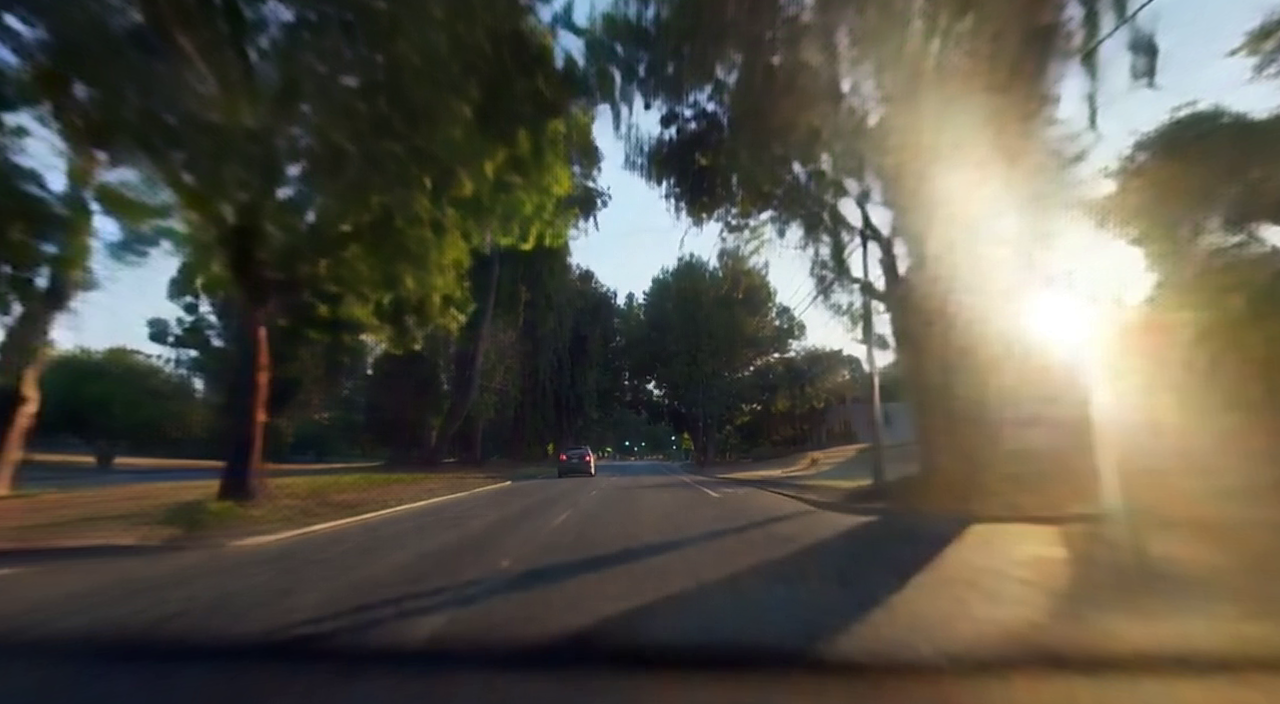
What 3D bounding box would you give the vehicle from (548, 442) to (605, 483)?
[{"bbox_3d":[-2.757,4.891,28.231,2.016,1.694,4.335,0,-8,1],"label":"vehicle"}]
